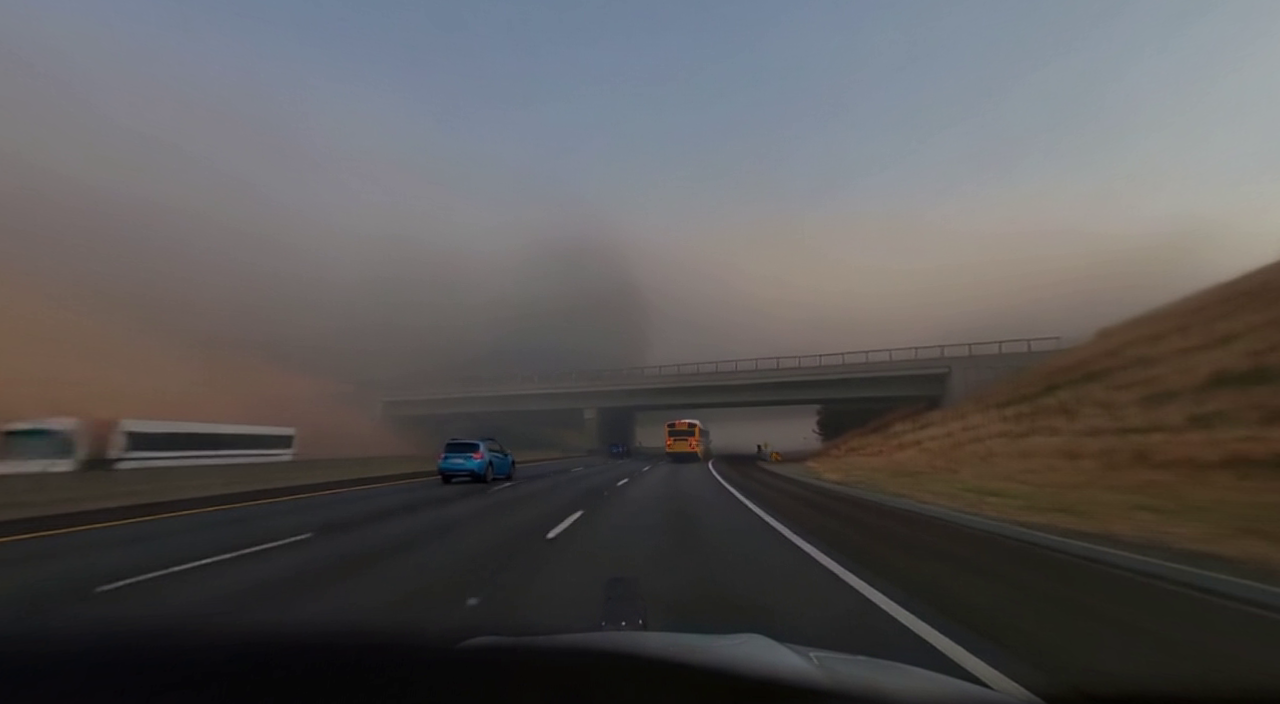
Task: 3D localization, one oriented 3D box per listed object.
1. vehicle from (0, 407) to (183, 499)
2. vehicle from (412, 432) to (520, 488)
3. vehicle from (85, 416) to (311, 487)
[{"bbox_3d":[-24.359,4.272,26.888,2.999,3.296,8.416,0,-9,3],"label":"vehicle"},{"bbox_3d":[-5.839,3.673,21.827,2.172,1.689,4.625,-1,-8,3],"label":"vehicle"},{"bbox_3d":[-23.845,5.571,35.679,2.791,3.263,13.033,-1,-9,3],"label":"vehicle"}]
